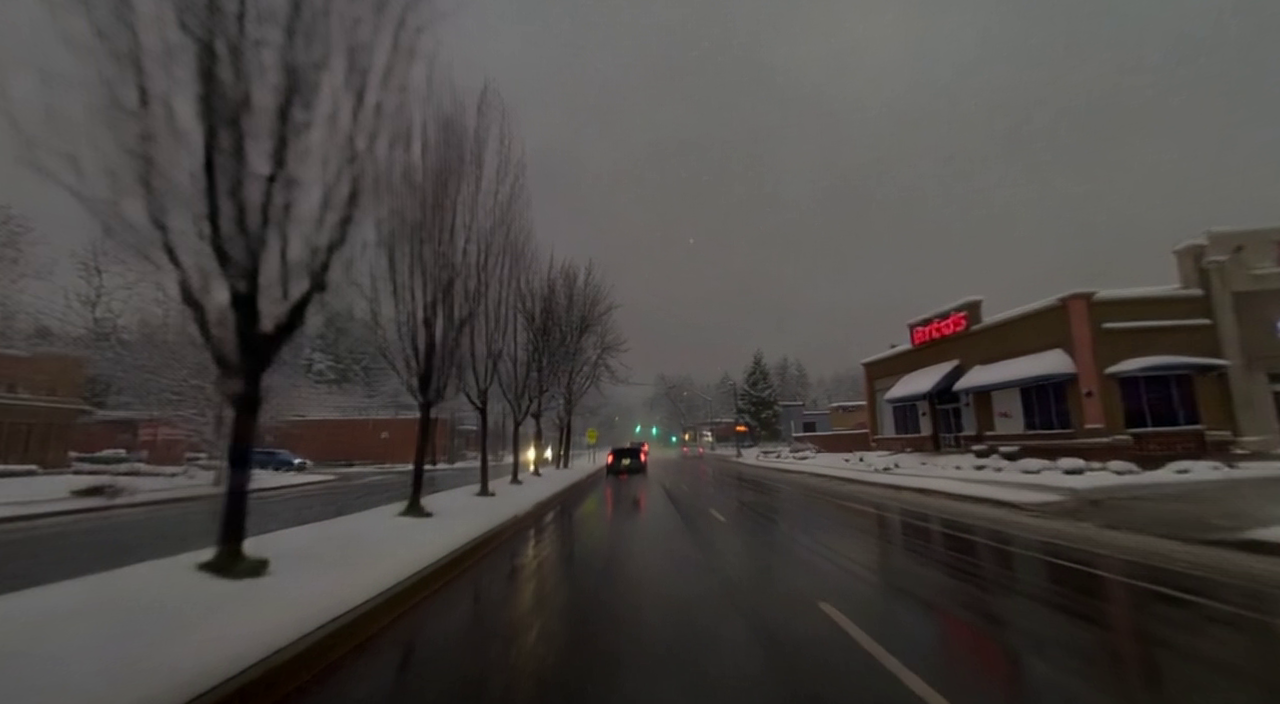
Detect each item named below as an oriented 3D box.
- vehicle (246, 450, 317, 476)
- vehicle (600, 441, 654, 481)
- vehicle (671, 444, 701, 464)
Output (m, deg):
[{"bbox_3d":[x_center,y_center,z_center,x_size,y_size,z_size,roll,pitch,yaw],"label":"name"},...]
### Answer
[{"bbox_3d":[-23.503,7.276,41.500,3.650,1.487,1.757,-1,-8,-1],"label":"vehicle"},{"bbox_3d":[-0.497,4.379,25.592,2.006,1.487,3.535,0,-9,0],"label":"vehicle"},{"bbox_3d":[3.566,7.993,49.684,1.910,1.474,4.003,0,-9,-1],"label":"vehicle"}]
